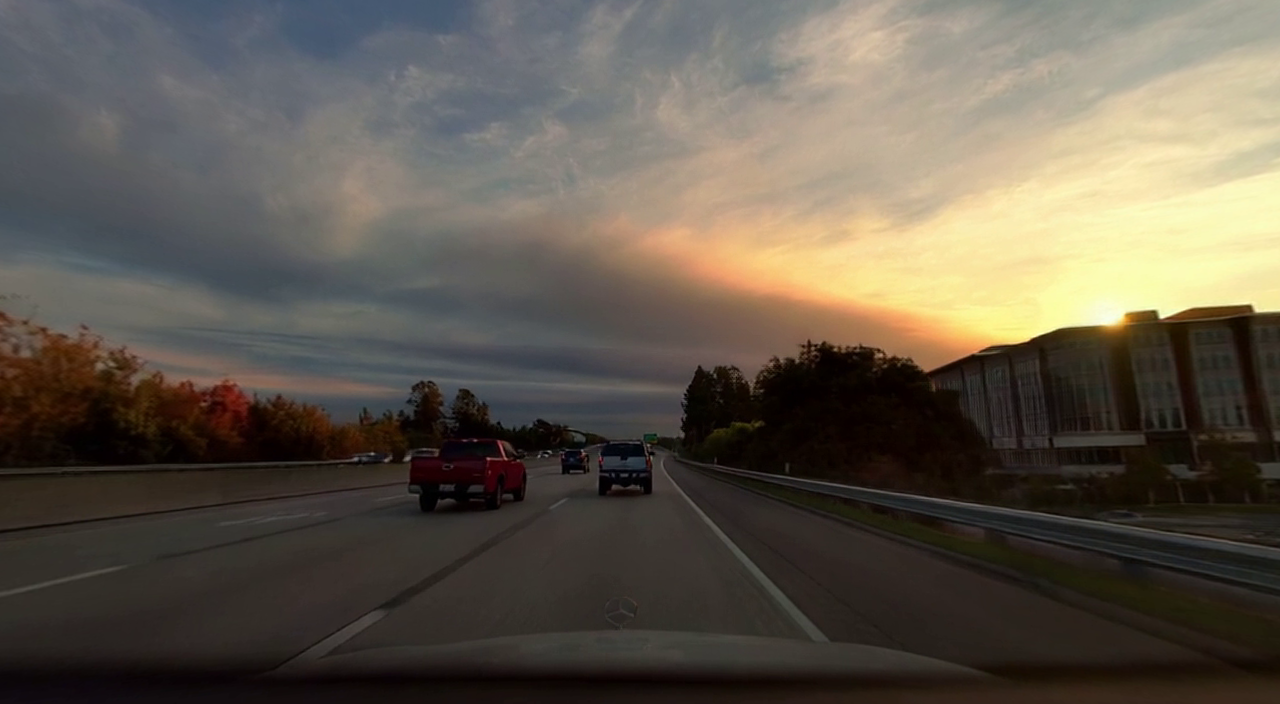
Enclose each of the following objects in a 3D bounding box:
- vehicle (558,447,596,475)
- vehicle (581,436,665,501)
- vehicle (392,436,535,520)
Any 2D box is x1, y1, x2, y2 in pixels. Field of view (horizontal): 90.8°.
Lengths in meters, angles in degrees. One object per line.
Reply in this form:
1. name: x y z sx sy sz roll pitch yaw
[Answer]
1. vehicle: -4.163 7.295 42.632 1.991 1.776 4.333 0 -8 2
2. vehicle: -0.448 3.518 19.574 2.293 1.753 4.380 0 -8 1
3. vehicle: -4.084 2.987 15.672 2.038 1.704 5.181 0 -8 0
